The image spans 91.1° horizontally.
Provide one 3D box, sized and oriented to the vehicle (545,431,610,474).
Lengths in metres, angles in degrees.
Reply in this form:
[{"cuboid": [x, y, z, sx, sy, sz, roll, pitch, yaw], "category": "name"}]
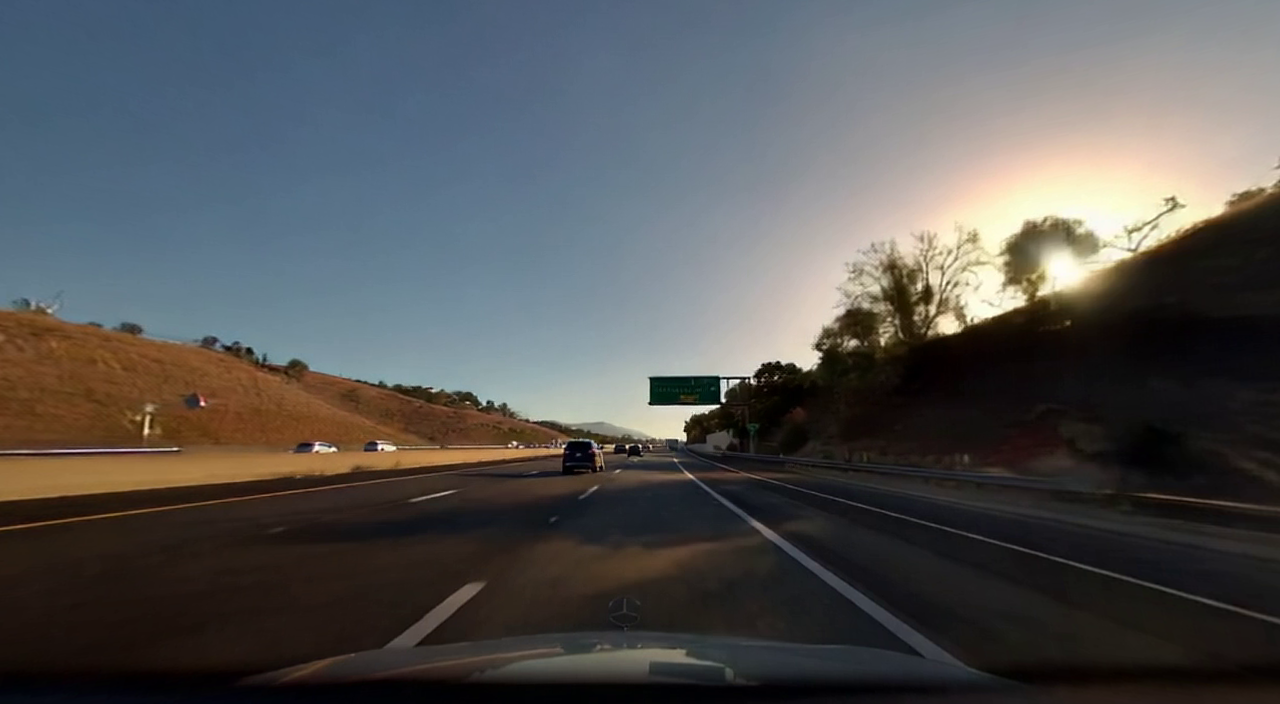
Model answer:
[{"cuboid": [-2.897, 4.822, 30.306, 2.413, 1.896, 5.218, 0, -8, 2], "category": "vehicle"}]
